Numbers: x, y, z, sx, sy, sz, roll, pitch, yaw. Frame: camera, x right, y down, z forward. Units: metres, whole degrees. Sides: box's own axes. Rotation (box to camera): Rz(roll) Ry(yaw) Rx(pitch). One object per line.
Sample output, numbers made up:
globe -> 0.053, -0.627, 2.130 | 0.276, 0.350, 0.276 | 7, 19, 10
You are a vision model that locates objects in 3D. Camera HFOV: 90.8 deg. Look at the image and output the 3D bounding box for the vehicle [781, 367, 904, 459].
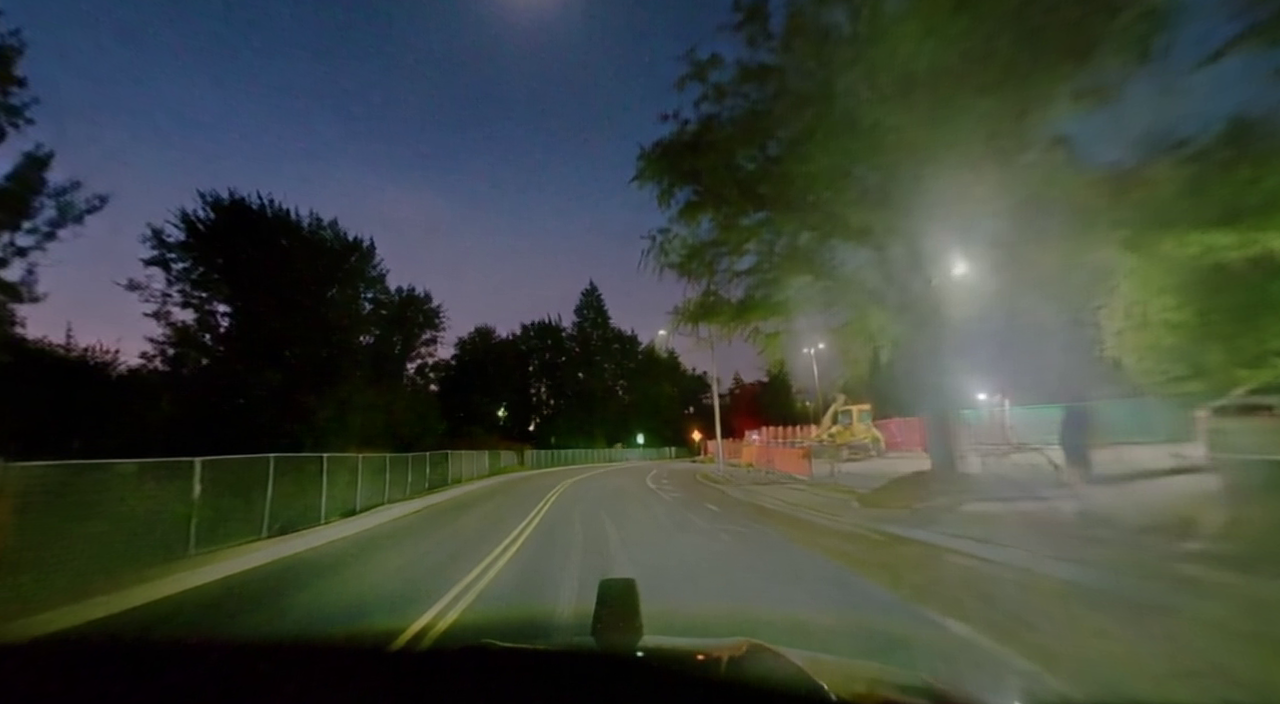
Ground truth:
vehicle -> 9.411, 3.268, 30.998 | 2.984, 3.691, 10.409 | -2, -9, 3
